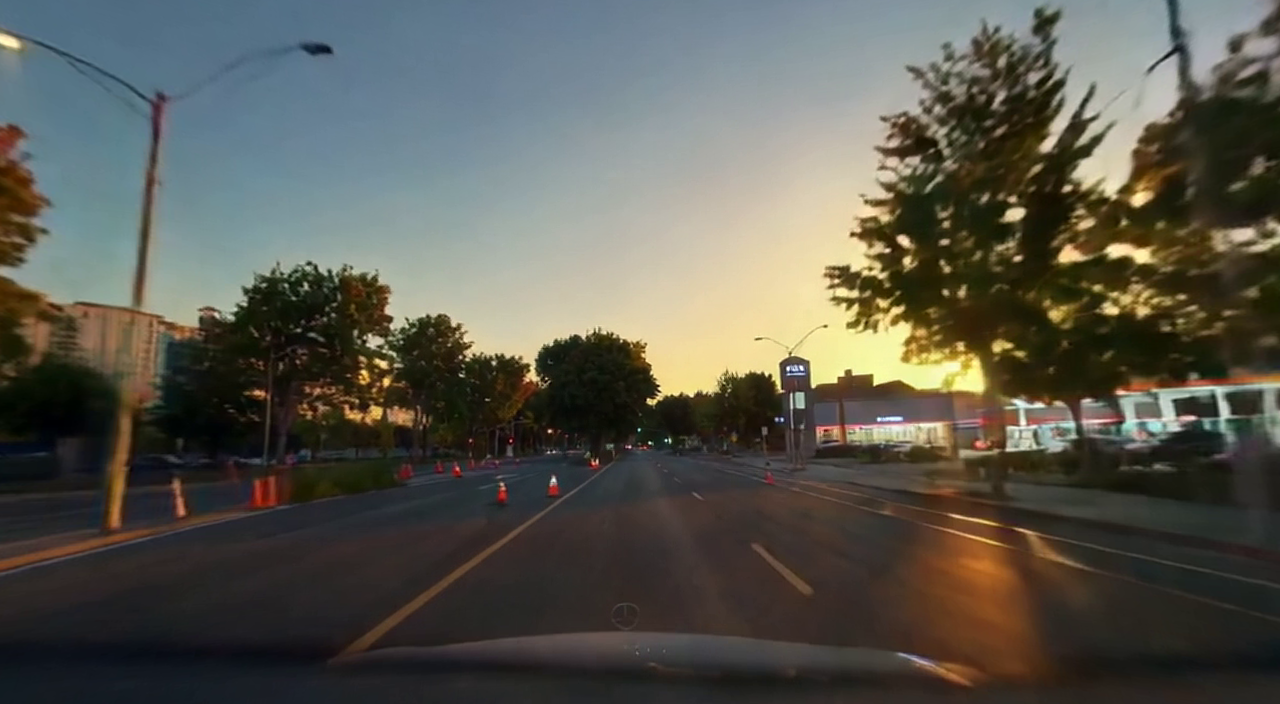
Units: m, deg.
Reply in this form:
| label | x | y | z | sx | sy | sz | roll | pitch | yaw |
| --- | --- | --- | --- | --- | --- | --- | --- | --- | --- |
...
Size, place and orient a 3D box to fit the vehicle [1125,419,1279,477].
| label | x | y | z | sx | sy | sz | roll | pitch | yaw |
| --- | --- | --- | --- | --- | --- | --- | --- | --- | --- |
| vehicle | 22.997 | 3.766 | 25.719 | 2.094 | 1.937 | 5.262 | -3 | -5 | -3 |

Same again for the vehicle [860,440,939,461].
| label | x | y | z | sx | sy | sz | roll | pitch | yaw |
| --- | --- | --- | --- | --- | --- | --- | --- | --- | --- |
| vehicle | 18.300 | 6.963 | 44.712 | 4.674 | 1.399 | 1.987 | 0 | -8 | 0 |

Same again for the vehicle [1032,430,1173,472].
| label | x | y | z | sx | sy | sz | roll | pitch | yaw |
| --- | --- | --- | --- | --- | --- | --- | --- | --- | --- |
| vehicle | 17.946 | 3.884 | 24.873 | 1.912 | 1.452 | 4.796 | 0 | -9 | 0 |
